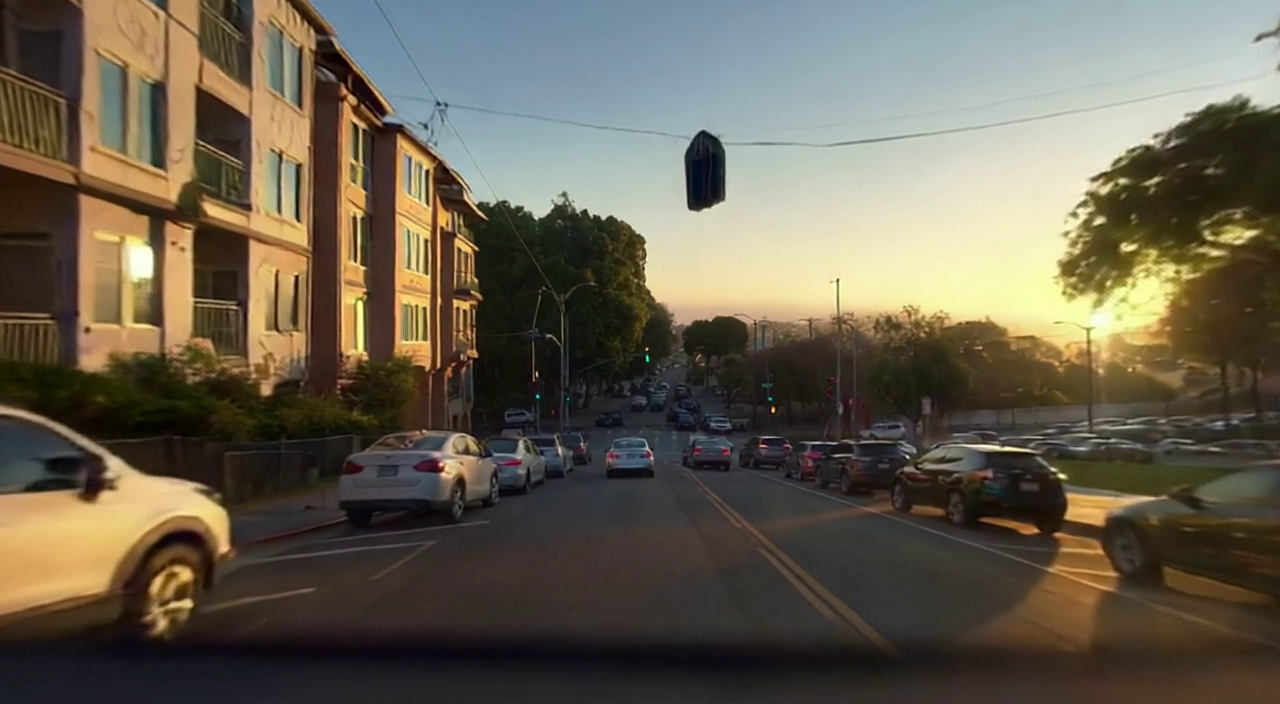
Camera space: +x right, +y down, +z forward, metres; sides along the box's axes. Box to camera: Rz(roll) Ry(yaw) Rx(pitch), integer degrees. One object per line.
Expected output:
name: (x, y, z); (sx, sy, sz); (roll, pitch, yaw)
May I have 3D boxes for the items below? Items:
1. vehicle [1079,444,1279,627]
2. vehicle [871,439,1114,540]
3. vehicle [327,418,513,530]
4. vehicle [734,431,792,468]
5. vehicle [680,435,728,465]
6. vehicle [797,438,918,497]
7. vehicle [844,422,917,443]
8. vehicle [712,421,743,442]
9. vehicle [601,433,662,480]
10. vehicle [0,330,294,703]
vehicle: (6.160, 1.544, 5.425); (1.814, 1.490, 4.109); (0, -8, 1)
vehicle: (6.211, 2.435, 11.914); (1.980, 1.518, 4.526); (0, -8, 0)
vehicle: (-3.683, 2.103, 11.390); (1.831, 1.650, 3.852); (0, -8, 2)
vehicle: (6.151, 4.931, 32.048); (1.999, 1.752, 4.502); (0, -8, 0)
vehicle: (3.235, 5.084, 32.823); (2.055, 1.450, 4.676); (0, -8, 0)
vehicle: (6.113, 3.292, 18.346); (1.938, 1.487, 4.371); (0, -8, 0)
vehicle: (18.317, 6.191, 48.113); (4.738, 1.537, 1.960); (0, -8, 2)
vehicle: (6.538, 6.021, 47.656); (1.815, 1.519, 3.491); (0, -8, 0)
vehicle: (-0.271, 3.626, 22.105); (1.923, 1.460, 3.923); (0, -8, 0)
vehicle: (-3.680, 0.805, 2.704); (1.975, 1.759, 4.250); (0, -8, -1)
